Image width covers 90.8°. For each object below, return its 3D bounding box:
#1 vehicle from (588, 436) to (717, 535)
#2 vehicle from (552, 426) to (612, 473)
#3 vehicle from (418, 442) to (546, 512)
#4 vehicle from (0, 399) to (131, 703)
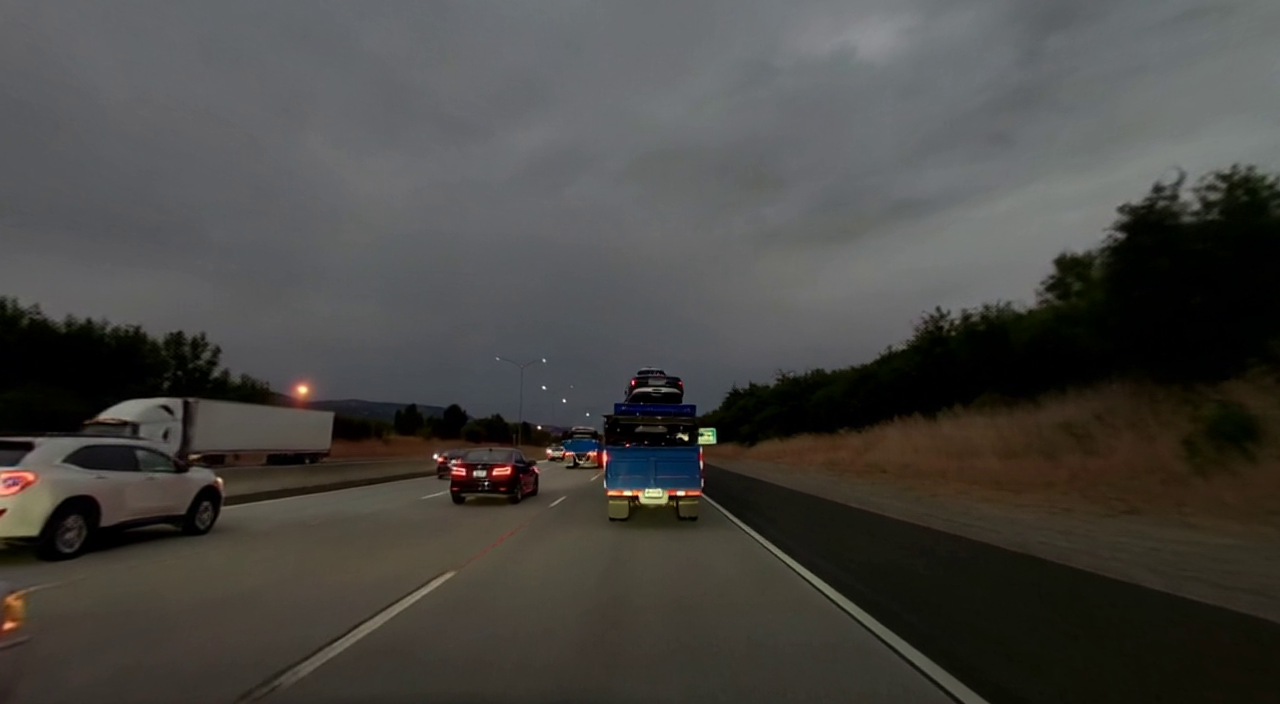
[{"bbox_3d":[0.180,2.326,11.496,1.991,1.507,3.391,0,-9,0],"label":"vehicle"},{"bbox_3d":[-2.152,3.644,23.563,2.031,1.594,4.103,1,-9,-5],"label":"vehicle"},{"bbox_3d":[-3.727,3.028,15.795,1.947,1.470,4.526,0,-9,1],"label":"vehicle"},{"bbox_3d":[-3.393,0.717,0.914,2.149,1.497,3.753,0,-9,0],"label":"vehicle"}]
